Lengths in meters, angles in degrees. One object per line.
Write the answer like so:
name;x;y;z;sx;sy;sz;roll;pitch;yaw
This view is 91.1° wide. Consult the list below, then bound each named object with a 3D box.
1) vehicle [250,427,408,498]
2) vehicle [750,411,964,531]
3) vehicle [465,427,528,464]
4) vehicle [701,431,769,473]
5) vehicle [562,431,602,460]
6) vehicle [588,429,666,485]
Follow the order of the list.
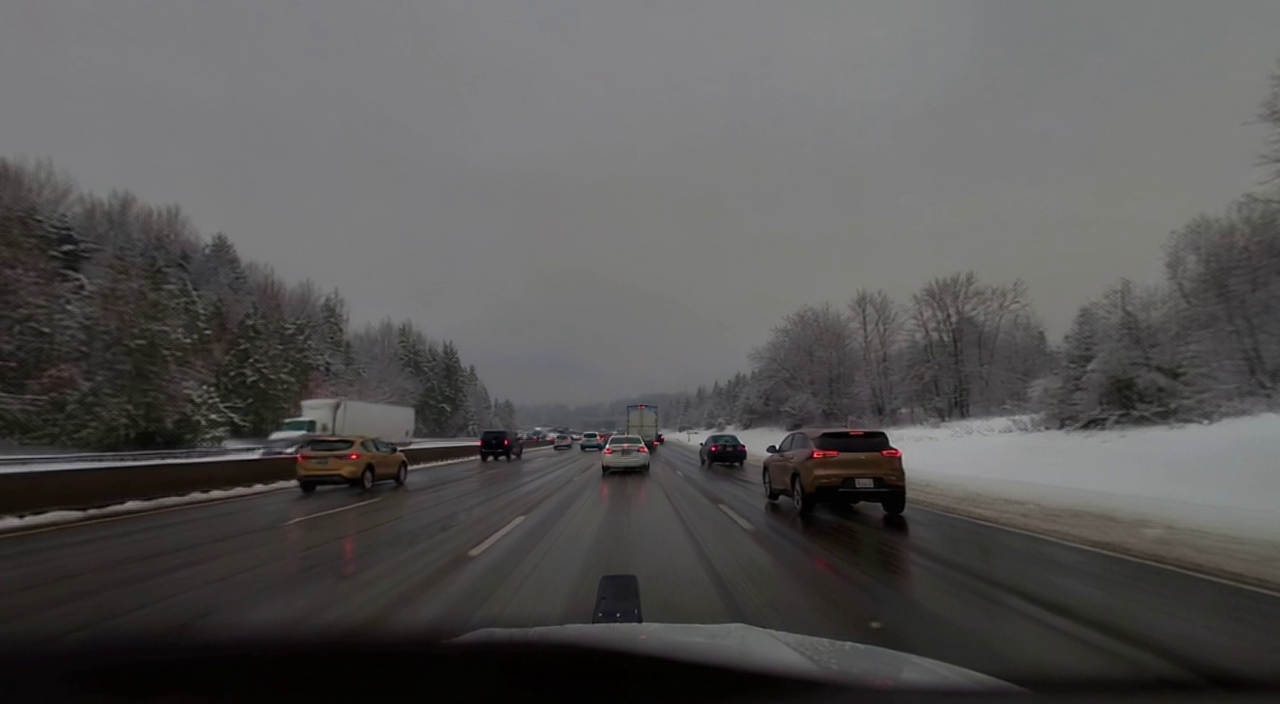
vehicle;-7.541;2.692;15.772;1.934;1.526;3.966;0;-8;0
vehicle;3.421;1.952;11.000;2.095;1.650;4.331;0;-8;-1
vehicle;-7.482;4.926;33.330;2.117;1.779;4.745;0;-8;1
vehicle;3.635;3.903;24.867;1.972;1.516;4.514;0;-8;0
vehicle;-3.571;5.827;39.446;2.064;1.672;4.277;0;-8;1
vehicle;-0.391;3.159;19.350;2.111;1.494;4.364;0;-8;-1
